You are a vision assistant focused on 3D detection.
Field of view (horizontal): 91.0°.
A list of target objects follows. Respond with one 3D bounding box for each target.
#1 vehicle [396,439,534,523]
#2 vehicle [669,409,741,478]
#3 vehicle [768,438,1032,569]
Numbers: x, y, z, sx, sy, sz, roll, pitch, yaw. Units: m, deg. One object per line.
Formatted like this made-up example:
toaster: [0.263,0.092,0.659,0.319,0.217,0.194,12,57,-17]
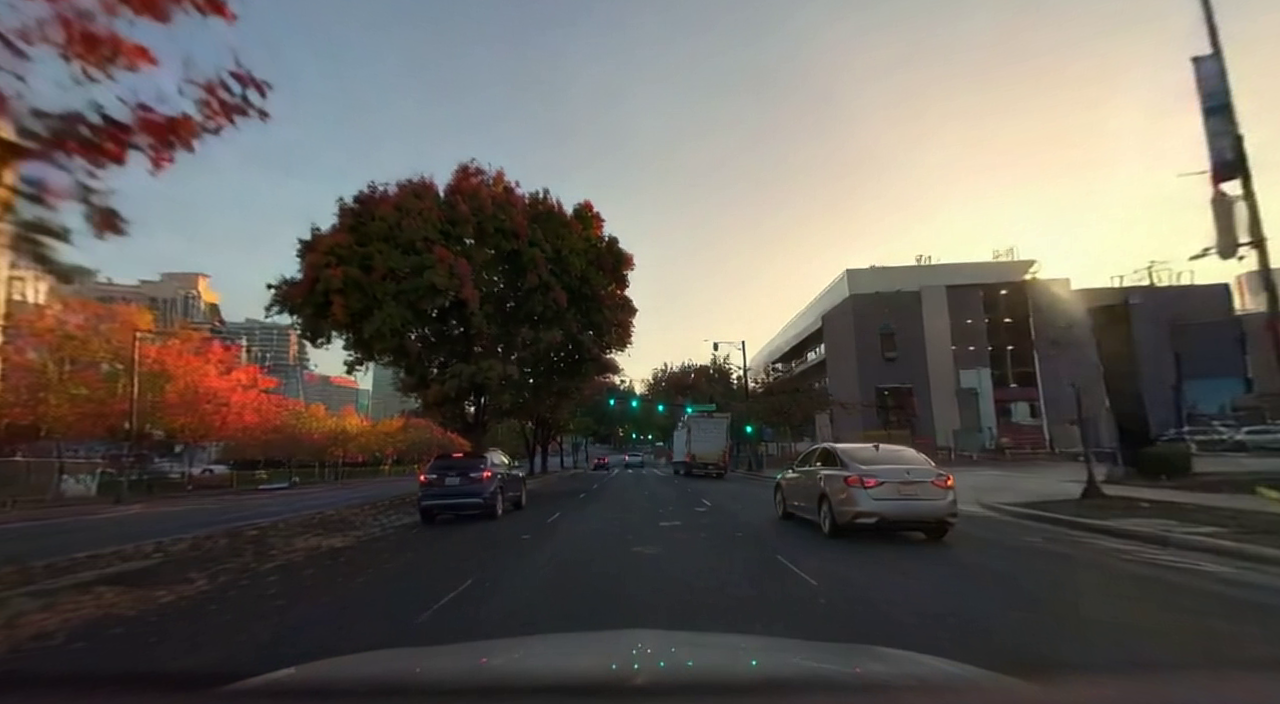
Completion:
vehicle: [-3.637,2.746,14.021,1.751,1.540,4.481,0,-8,1]
vehicle: [3.765,5.748,39.544,3.003,3.680,10.684,0,-8,-2]
vehicle: [3.444,2.088,9.643,1.915,1.449,4.970,0,-8,0]
